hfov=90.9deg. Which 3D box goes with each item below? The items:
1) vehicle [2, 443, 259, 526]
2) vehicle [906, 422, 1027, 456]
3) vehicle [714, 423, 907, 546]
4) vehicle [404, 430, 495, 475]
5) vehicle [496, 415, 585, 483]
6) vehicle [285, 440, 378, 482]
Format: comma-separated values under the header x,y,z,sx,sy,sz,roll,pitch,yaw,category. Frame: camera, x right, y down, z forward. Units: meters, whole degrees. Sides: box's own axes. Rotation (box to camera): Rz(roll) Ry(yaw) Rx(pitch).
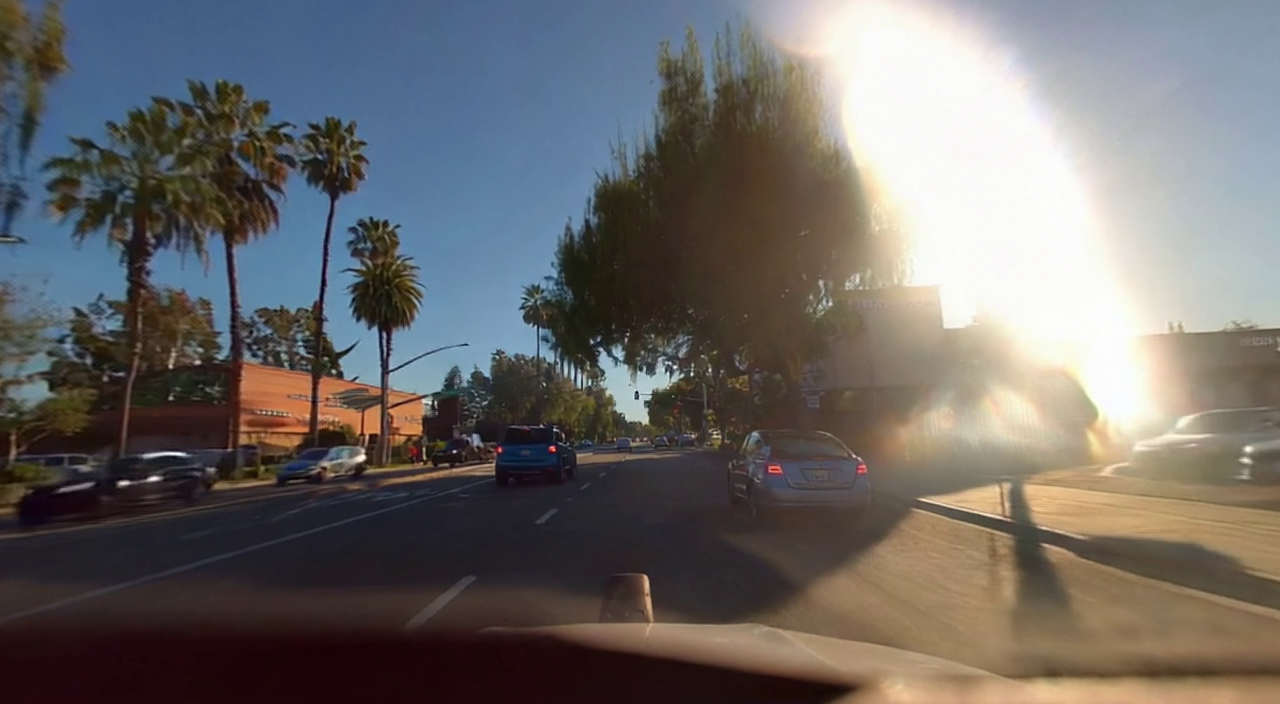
x,y,z,sx,sy,sz,roll,pitch,yaw,category
-10.797,2.794,13.910,2.025,1.525,4.318,0,-9,0,vehicle
15.354,4.151,29.915,4.680,1.506,2.017,-2,-9,14,vehicle
2.326,1.939,9.938,1.919,1.472,4.470,0,-8,2,vehicle
-6.599,3.541,22.354,1.751,1.445,4.340,0,-9,2,vehicle
-3.134,3.207,20.918,2.152,1.987,4.527,0,-9,1,vehicle
-14.228,5.034,29.385,1.961,1.757,4.557,0,-9,0,vehicle
